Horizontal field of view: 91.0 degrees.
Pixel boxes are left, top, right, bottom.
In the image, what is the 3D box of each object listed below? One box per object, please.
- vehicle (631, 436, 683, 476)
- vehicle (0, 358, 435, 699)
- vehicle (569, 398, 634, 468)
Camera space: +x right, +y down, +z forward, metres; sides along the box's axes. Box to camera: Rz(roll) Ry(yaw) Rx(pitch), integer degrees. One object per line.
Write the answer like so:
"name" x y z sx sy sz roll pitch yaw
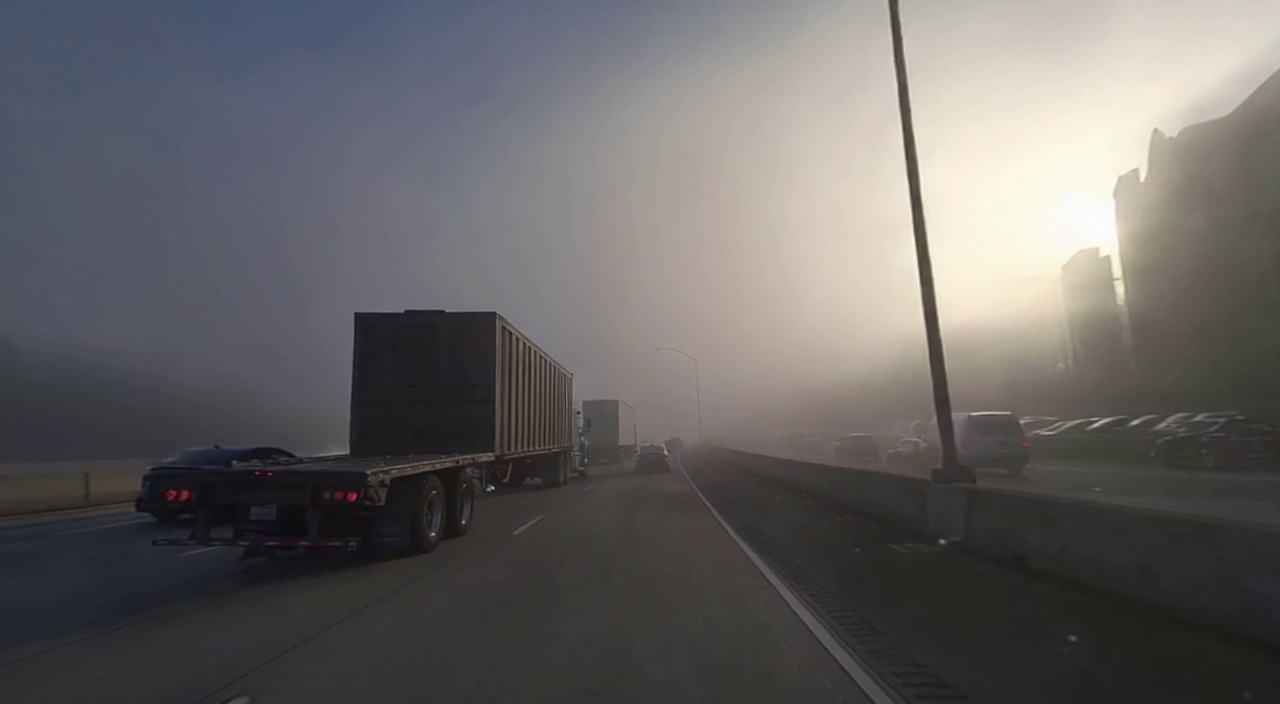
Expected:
"vehicle" 0.786 4.674 28.549 2.178 1.640 4.071 -1 -9 2
"vehicle" -3.730 1.149 5.118 2.896 1.779 3.441 0 -8 1
"vehicle" -2.213 5.304 40.304 3.073 3.894 9.782 -1 -9 3
